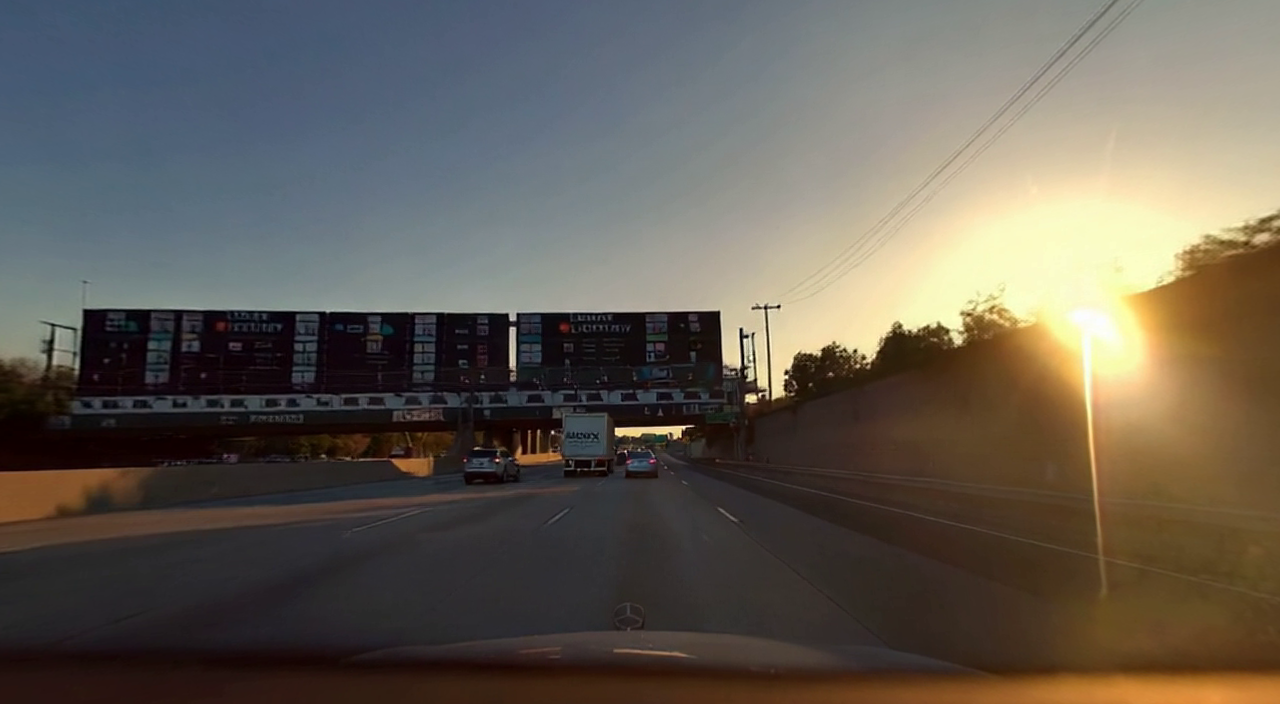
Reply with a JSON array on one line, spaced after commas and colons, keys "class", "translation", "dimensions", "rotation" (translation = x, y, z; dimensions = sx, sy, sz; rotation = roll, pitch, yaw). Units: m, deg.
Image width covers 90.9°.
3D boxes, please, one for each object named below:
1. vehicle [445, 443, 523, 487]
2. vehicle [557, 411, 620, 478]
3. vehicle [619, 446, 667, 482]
[{"class": "vehicle", "translation": [-6.521, 4.775, 26.918], "dimensions": [2.124, 1.674, 4.541], "rotation": [0, -9, 0]}, {"class": "vehicle", "translation": [-2.781, 5.435, 36.899], "dimensions": [2.794, 3.460, 8.595], "rotation": [0, -9, 1]}, {"class": "vehicle", "translation": [0.138, 5.289, 30.097], "dimensions": [2.168, 1.597, 3.615], "rotation": [0, -9, 1]}]
